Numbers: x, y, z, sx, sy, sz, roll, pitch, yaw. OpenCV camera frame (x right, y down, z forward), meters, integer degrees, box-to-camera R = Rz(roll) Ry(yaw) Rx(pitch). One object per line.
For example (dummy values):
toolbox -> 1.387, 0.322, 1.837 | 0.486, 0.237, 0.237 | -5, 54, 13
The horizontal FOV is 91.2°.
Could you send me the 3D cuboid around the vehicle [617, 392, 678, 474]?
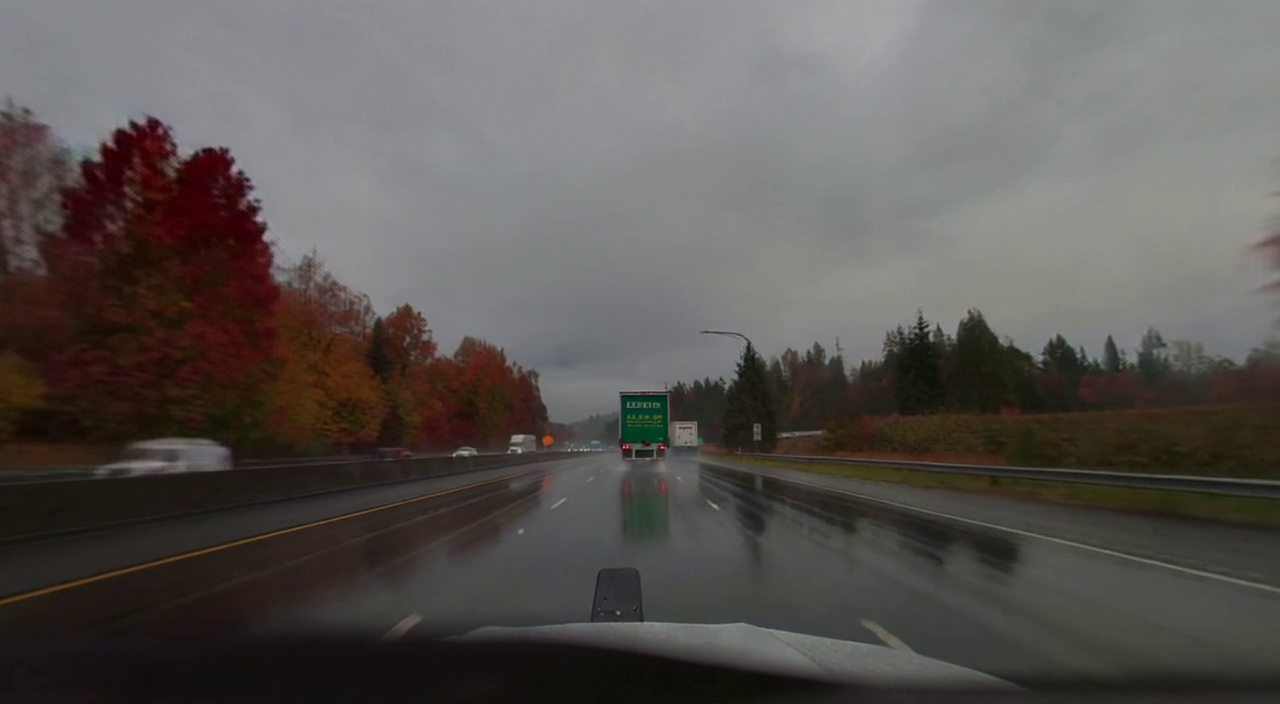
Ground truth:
vehicle -> 0.356, 4.833, 36.653 | 3.057, 4.073, 10.792 | 0, -9, 0
